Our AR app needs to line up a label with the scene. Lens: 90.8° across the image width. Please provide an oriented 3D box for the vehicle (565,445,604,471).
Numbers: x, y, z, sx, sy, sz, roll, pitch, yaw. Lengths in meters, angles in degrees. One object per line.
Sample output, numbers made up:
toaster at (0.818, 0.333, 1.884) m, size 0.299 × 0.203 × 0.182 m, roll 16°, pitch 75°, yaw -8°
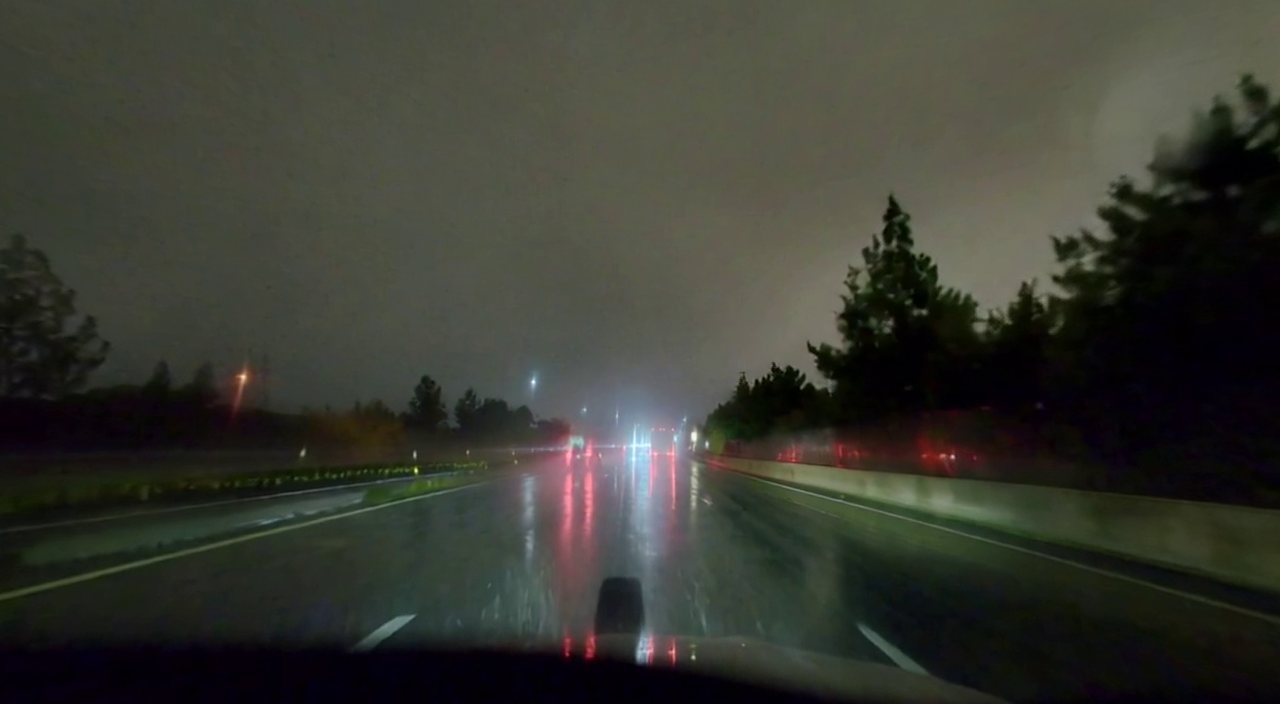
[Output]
vehicle at (-3.629, 6.990, 41.716) m, size 2.035 × 1.595 × 4.022 m, roll 0°, pitch -9°, yaw 2°
